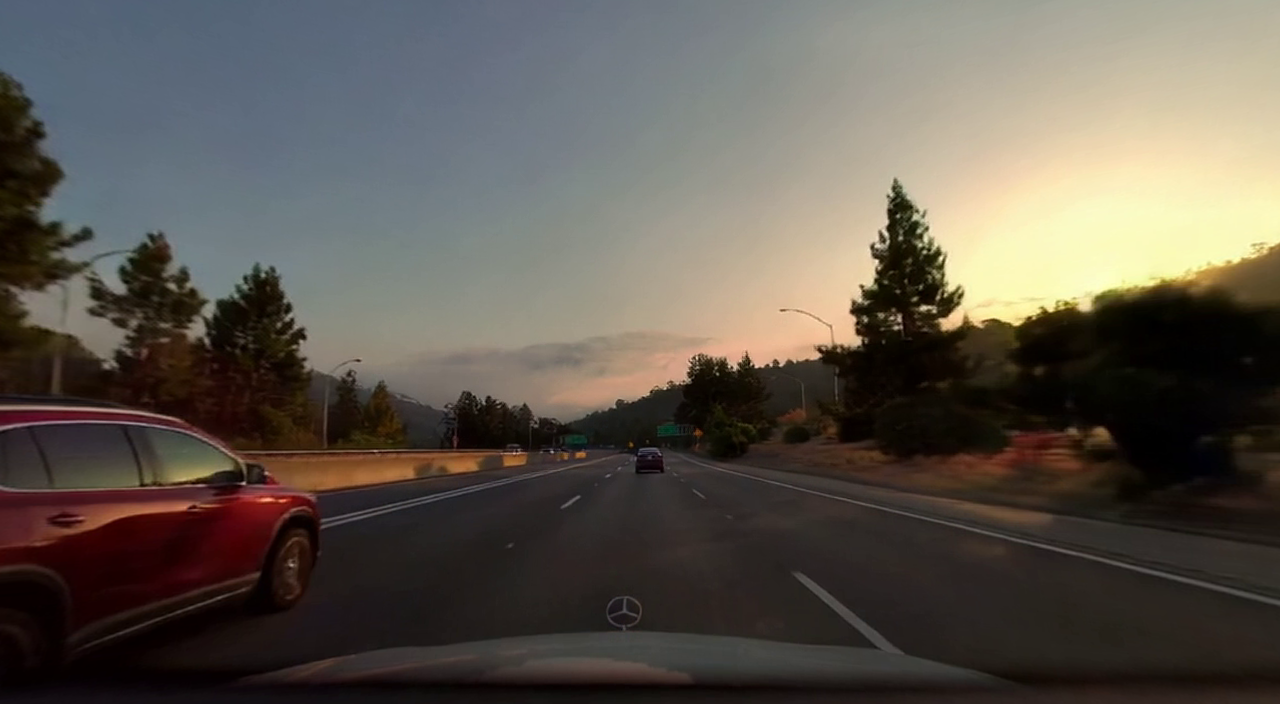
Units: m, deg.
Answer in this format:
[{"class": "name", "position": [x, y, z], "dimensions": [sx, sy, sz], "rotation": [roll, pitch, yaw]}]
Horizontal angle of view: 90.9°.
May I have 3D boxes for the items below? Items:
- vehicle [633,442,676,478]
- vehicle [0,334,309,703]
[{"class": "vehicle", "position": [0.705, 5.571, 32.732], "dimensions": [2.087, 1.682, 4.388], "rotation": [0, -9, 0]}, {"class": "vehicle", "position": [-3.875, 0.859, 2.893], "dimensions": [2.139, 1.804, 4.611], "rotation": [0, -9, 1]}]
